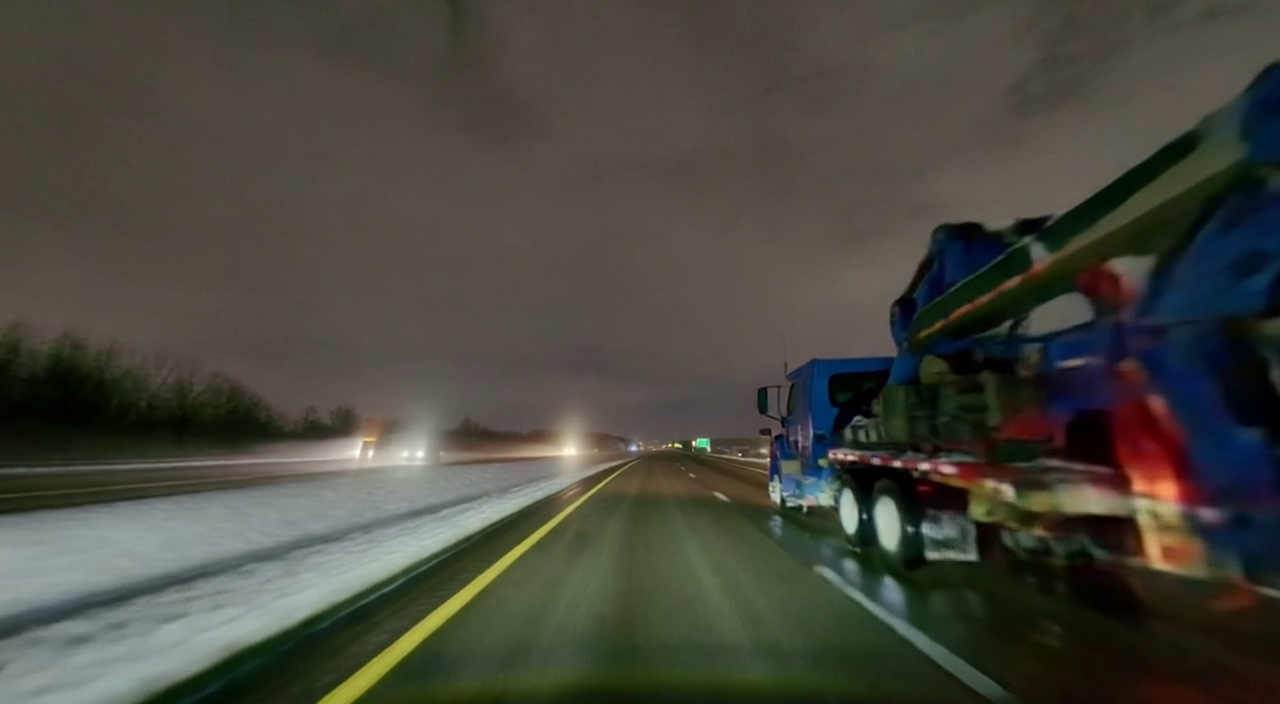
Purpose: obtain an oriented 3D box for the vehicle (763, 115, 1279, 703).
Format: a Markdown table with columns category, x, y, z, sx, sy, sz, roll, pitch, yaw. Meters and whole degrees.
| category | x | y | z | sx | sy | sz | roll | pitch | yaw |
| --- | --- | --- | --- | --- | --- | --- | --- | --- | --- |
| vehicle | 3.978 | 0.957 | 7.447 | 3.342 | 2.931 | 9.266 | 0 | -8 | 1 |
